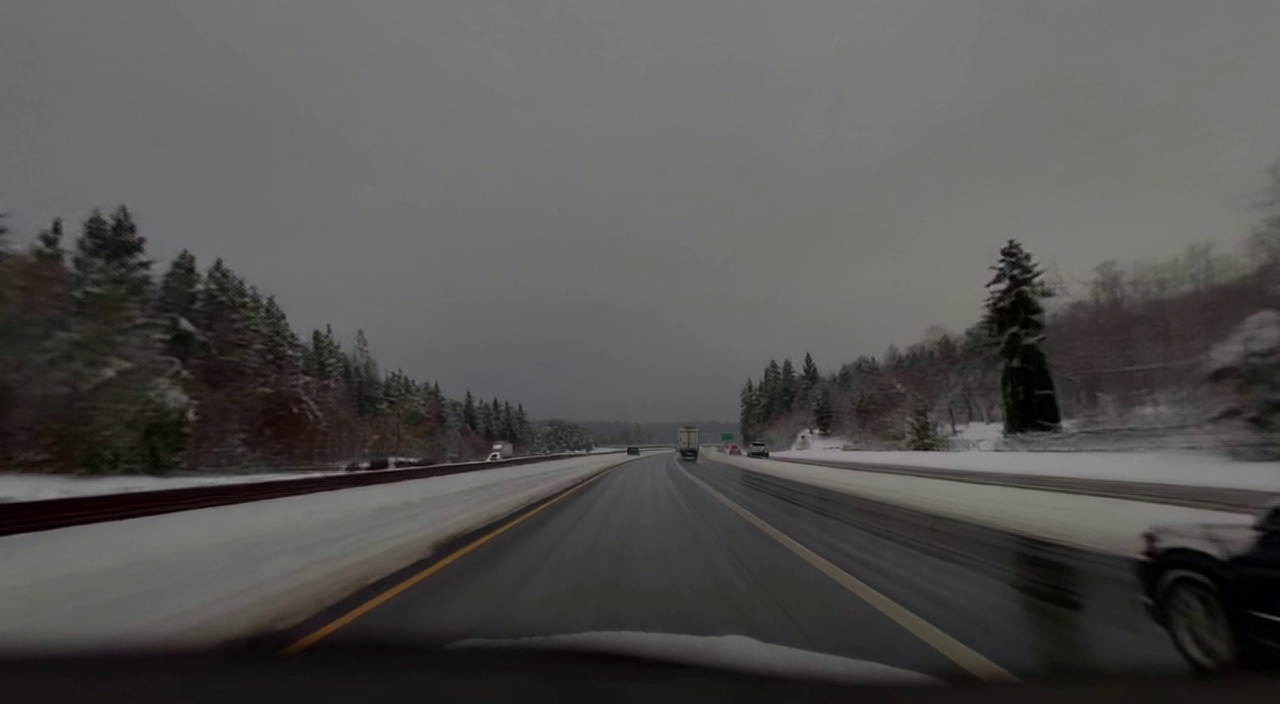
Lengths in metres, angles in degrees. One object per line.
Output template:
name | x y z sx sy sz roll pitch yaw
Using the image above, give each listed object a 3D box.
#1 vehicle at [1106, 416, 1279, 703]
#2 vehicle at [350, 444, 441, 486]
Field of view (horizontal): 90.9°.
vehicle | 4.015 0.872 1.930 1.938 1.456 4.204 0 -9 0
vehicle | -10.741 4.994 28.164 2.075 1.691 4.654 0 -9 2
